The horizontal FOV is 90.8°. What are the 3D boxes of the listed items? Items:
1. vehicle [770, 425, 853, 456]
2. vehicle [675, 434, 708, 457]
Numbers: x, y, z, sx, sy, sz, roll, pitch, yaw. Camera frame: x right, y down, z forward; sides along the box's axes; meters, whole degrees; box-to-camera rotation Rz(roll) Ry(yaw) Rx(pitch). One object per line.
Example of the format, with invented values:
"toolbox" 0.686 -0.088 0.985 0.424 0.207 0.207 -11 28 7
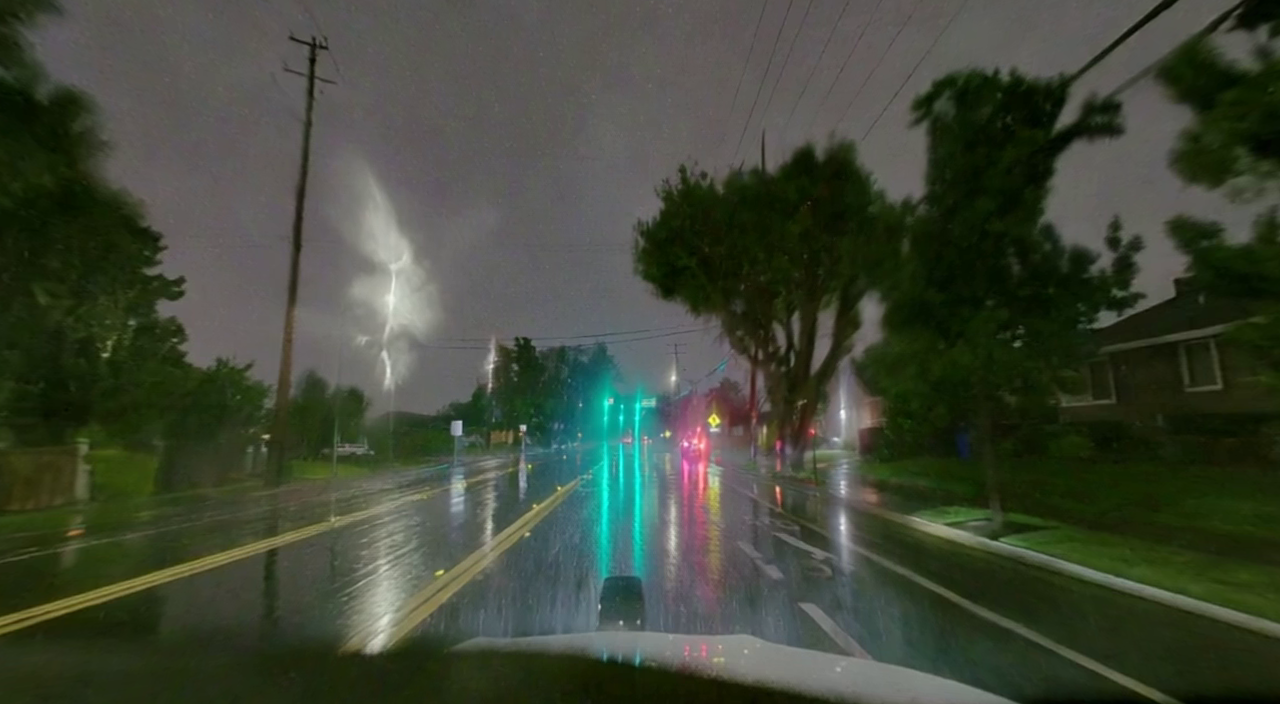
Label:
"vehicle" 10.202 5.280 37.598 4.434 1.730 2.081 -4 -8 24
"vehicle" 3.787 6.999 47.327 1.900 1.661 4.346 0 -8 -2
